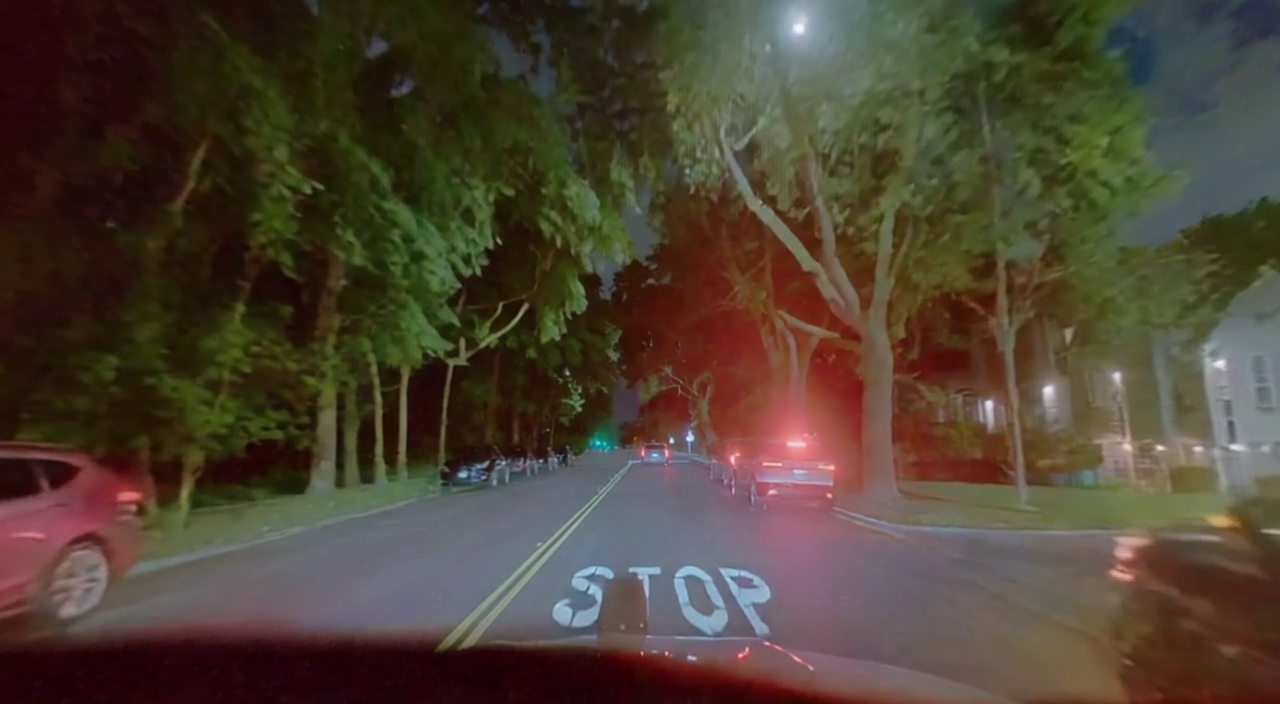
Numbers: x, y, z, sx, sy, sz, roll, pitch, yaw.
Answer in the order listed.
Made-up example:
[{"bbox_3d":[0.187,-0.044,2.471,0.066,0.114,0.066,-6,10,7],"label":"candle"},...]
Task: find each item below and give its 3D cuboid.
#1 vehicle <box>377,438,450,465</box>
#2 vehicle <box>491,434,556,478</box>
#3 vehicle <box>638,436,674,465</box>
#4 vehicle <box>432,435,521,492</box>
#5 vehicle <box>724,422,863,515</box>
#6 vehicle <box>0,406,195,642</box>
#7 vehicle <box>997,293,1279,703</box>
[{"bbox_3d":[-17.127,7.526,47.804,4.801,1.688,2.241,-2,-5,-2],"label":"vehicle"},{"bbox_3d":[-4.968,4.481,27.457,1.899,1.615,4.624,-4,-8,0],"label":"vehicle"},{"bbox_3d":[0.978,6.228,40.119,2.172,1.722,4.201,0,-8,1],"label":"vehicle"},{"bbox_3d":[-5.279,3.622,20.935,1.955,1.659,4.324,1,-8,-3],"label":"vehicle"},{"bbox_3d":[3.310,2.606,14.710,1.970,1.801,4.721,0,-8,-1],"label":"vehicle"},{"bbox_3d":[-5.667,1.205,4.253,2.007,1.709,4.502,0,-8,0],"label":"vehicle"},{"bbox_3d":[3.042,0.600,1.056,2.117,1.807,4.964,0,-8,2],"label":"vehicle"}]
